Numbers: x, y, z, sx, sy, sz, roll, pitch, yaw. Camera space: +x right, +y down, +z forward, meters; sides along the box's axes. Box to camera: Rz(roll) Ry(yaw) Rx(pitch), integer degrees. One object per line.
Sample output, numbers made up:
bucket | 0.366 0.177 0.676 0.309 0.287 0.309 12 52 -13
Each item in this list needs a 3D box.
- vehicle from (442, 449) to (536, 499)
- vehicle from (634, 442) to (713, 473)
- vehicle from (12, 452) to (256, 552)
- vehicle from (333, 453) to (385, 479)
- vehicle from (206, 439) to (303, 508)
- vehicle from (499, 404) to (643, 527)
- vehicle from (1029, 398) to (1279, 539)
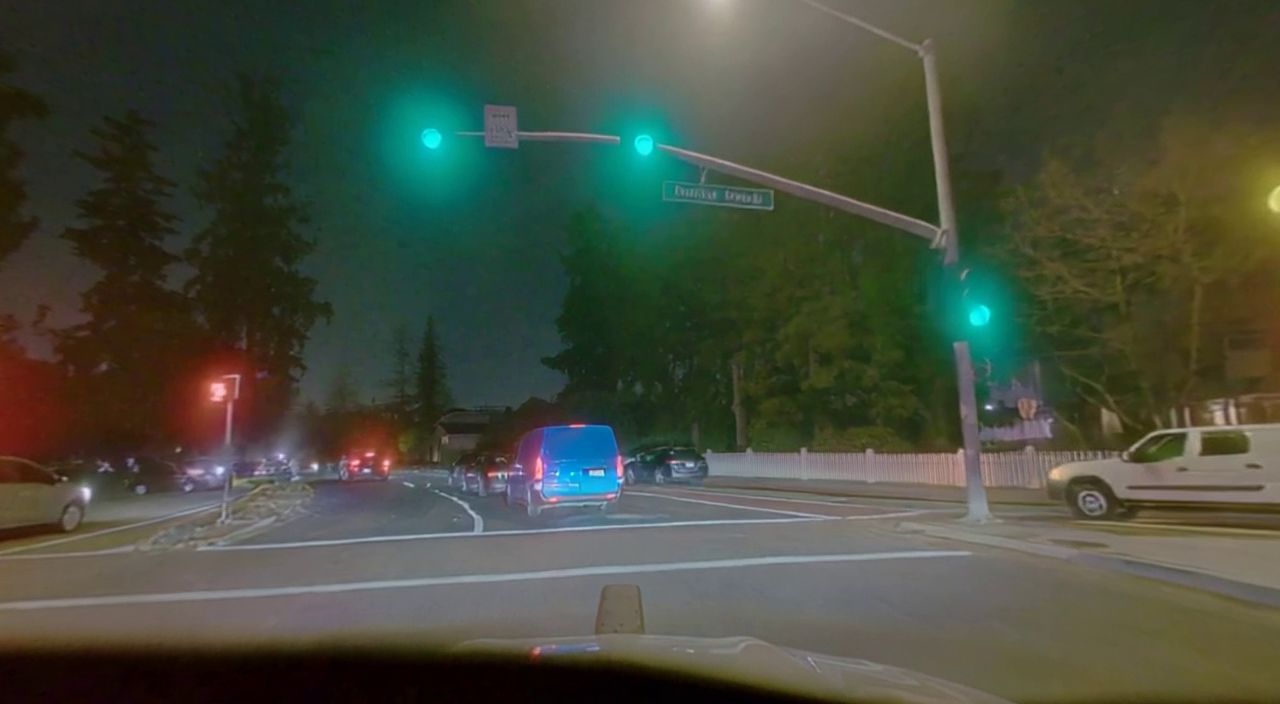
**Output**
vehicle | -5.082 3.924 20.819 2.008 1.445 4.386 4 -10 -26
vehicle | 2.028 6.285 37.908 4.559 1.754 1.985 7 -11 -39
vehicle | -9.064 2.633 11.908 1.952 1.461 4.377 2 -9 -16
vehicle | -17.754 7.141 39.842 1.911 1.493 4.291 7 -11 -38
vehicle | -12.347 3.767 20.252 2.228 1.871 5.492 5 -10 -31
vehicle | -1.697 2.372 13.642 2.213 2.124 4.809 2 -9 -17
vehicle | 10.222 1.842 10.195 2.514 2.026 6.104 7 -11 -40
